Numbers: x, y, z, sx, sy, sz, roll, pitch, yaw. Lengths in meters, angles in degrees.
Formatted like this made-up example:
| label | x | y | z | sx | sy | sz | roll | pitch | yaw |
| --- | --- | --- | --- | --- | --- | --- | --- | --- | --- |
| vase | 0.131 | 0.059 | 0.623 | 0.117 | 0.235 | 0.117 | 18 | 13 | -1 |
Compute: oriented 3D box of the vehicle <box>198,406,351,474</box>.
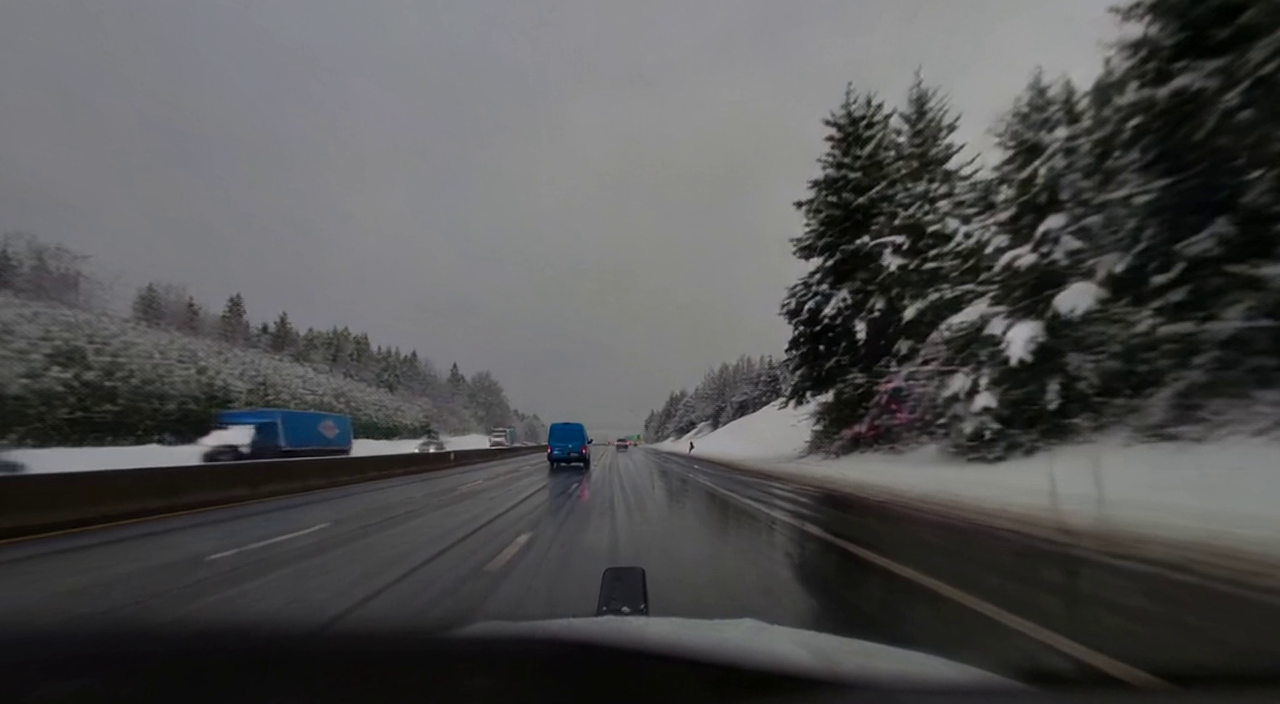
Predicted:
| label | x | y | z | sx | sy | sz | roll | pitch | yaw |
| --- | --- | --- | --- | --- | --- | --- | --- | --- | --- |
| vehicle | -24.509 | 6.174 | 43.683 | 2.889 | 3.936 | 14.025 | 0 | -8 | -3 |

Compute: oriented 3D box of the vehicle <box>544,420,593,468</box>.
| label | x | y | z | sx | sy | sz | roll | pitch | yaw |
| --- | --- | --- | --- | --- | --- | --- | --- | --- | --- |
| vehicle | -4.016 | 5.262 | 36.066 | 2.329 | 2.483 | 5.428 | 0 | -8 | -2 |
